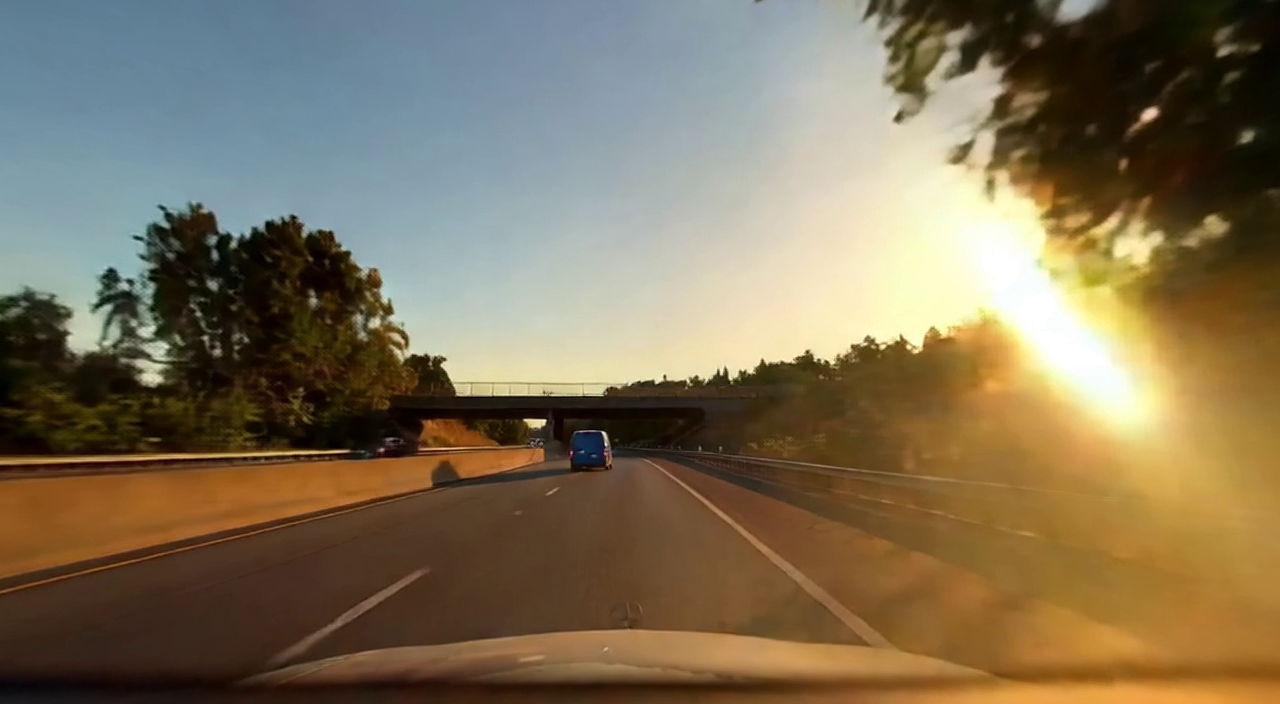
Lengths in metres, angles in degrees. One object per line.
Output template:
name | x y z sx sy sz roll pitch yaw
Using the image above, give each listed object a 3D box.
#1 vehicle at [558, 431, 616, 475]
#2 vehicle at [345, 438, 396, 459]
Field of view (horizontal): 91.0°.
vehicle | -2.392 4.764 30.022 2.372 1.891 5.061 0 -8 0
vehicle | -18.180 6.527 42.611 1.768 1.378 3.954 0 -8 -1
